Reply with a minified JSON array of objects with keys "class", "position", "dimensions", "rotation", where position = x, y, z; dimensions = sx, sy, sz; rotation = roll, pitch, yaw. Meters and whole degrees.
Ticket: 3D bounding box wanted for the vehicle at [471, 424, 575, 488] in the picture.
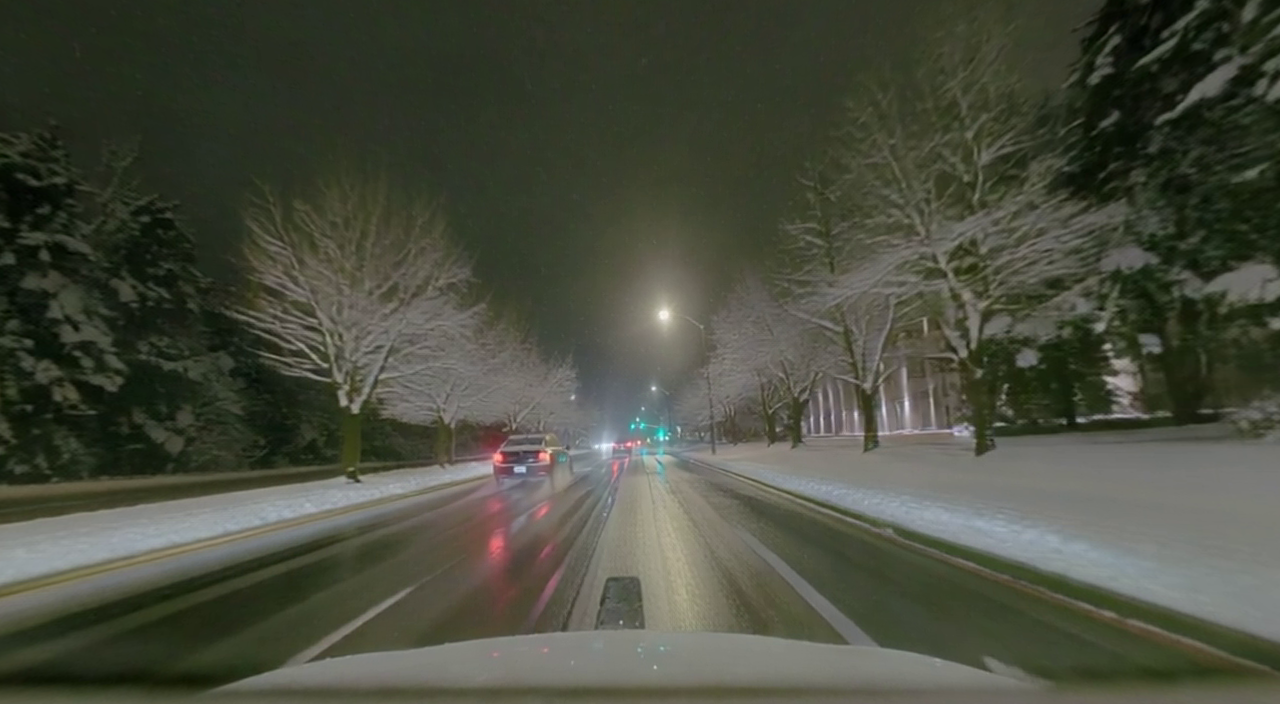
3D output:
[{"class":"vehicle","position":[-3.421,3.147,19.511],"dimensions":[2.202,1.685,4.772],"rotation":[-1,-8,1]}]
